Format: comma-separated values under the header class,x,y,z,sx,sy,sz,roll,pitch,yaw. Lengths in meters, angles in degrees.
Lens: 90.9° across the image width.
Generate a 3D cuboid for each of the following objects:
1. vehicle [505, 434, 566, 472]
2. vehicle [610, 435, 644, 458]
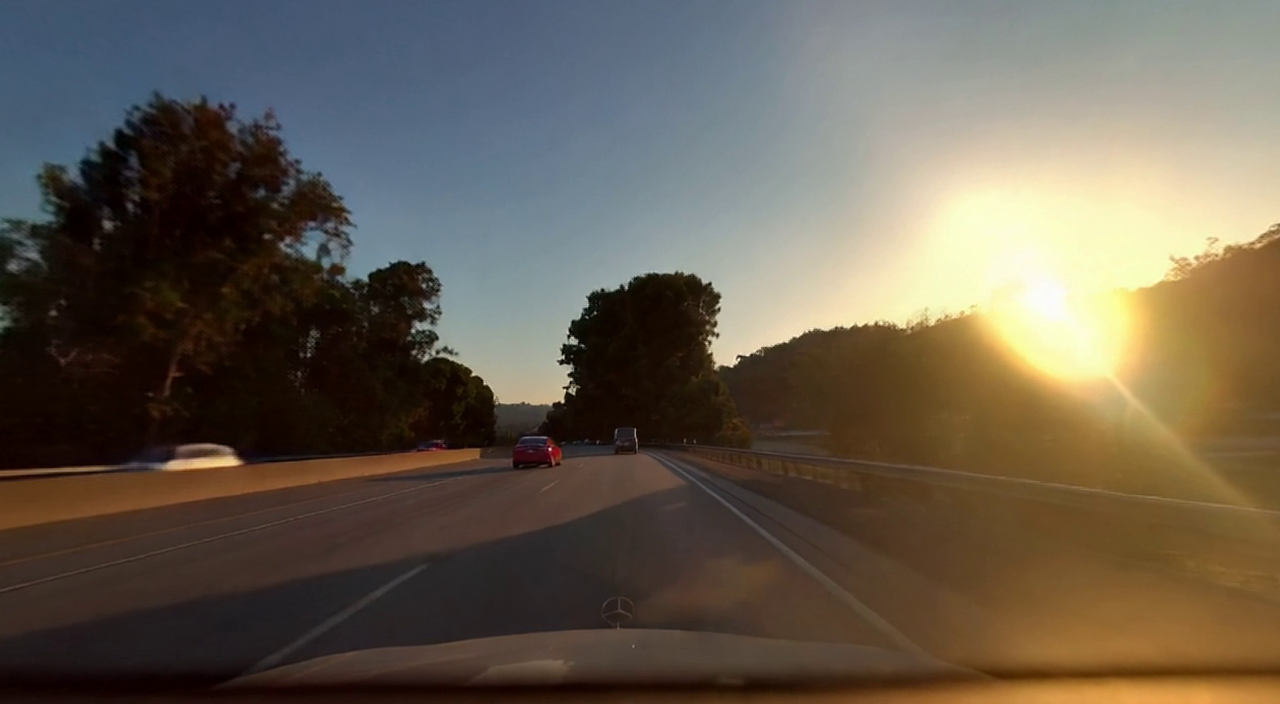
class,x,y,z,sx,sy,sz,roll,pitch,yaw
vehicle,-4.309,4.202,26.528,1.907,1.445,4.049,0,-8,-1
vehicle,-0.840,6.239,41.710,2.162,1.460,4.242,0,-8,0
